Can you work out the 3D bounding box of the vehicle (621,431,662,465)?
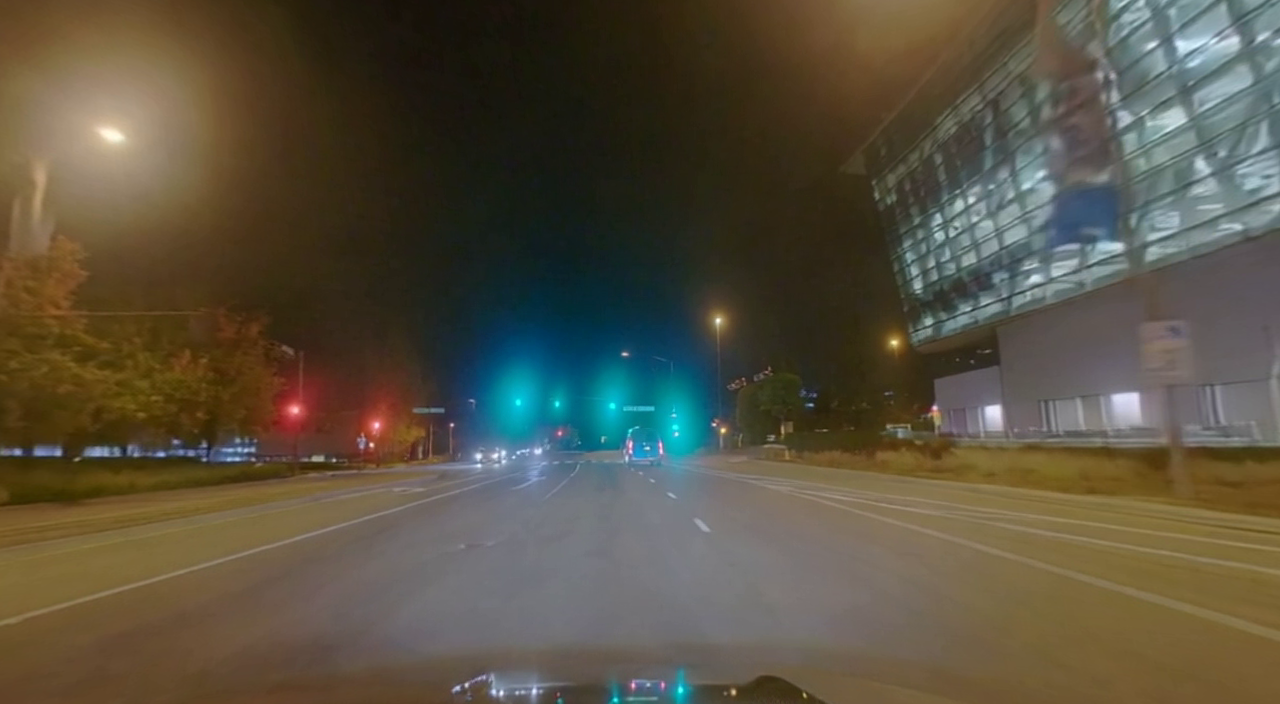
[{"bbox_3d":[0.045,6.798,44.681,2.339,2.244,4.817,1,-8,-7],"label":"vehicle"}]
